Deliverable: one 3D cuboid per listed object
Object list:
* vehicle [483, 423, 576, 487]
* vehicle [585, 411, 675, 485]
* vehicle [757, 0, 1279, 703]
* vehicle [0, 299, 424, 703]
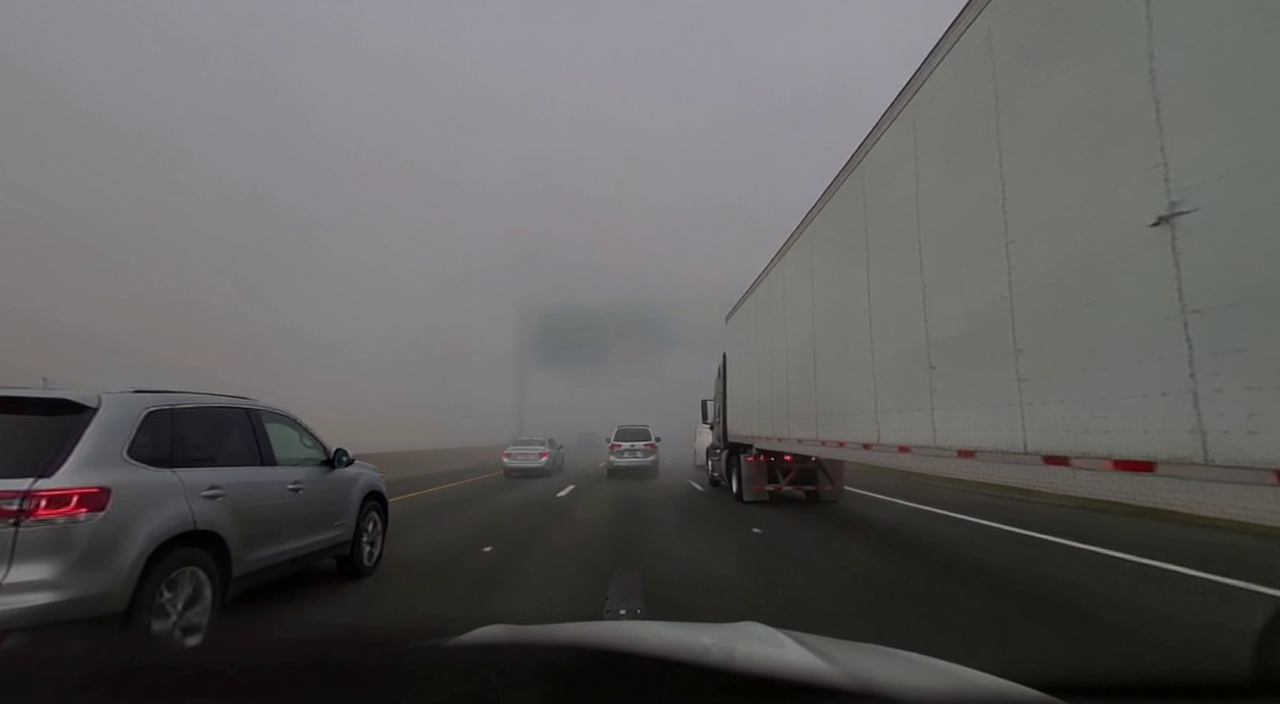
[{"bbox_3d":[-3.440,3.331,20.625,2.120,1.812,4.659,0,-8,1],"label":"vehicle"},{"bbox_3d":[-0.318,3.309,21.924,2.704,2.216,5.804,0,-8,0],"label":"vehicle"},{"bbox_3d":[3.612,-0.231,3.522,2.852,4.121,16.210,0,-8,0],"label":"vehicle"},{"bbox_3d":[-3.438,1.000,4.206,2.193,1.803,4.958,0,-8,0],"label":"vehicle"}]
